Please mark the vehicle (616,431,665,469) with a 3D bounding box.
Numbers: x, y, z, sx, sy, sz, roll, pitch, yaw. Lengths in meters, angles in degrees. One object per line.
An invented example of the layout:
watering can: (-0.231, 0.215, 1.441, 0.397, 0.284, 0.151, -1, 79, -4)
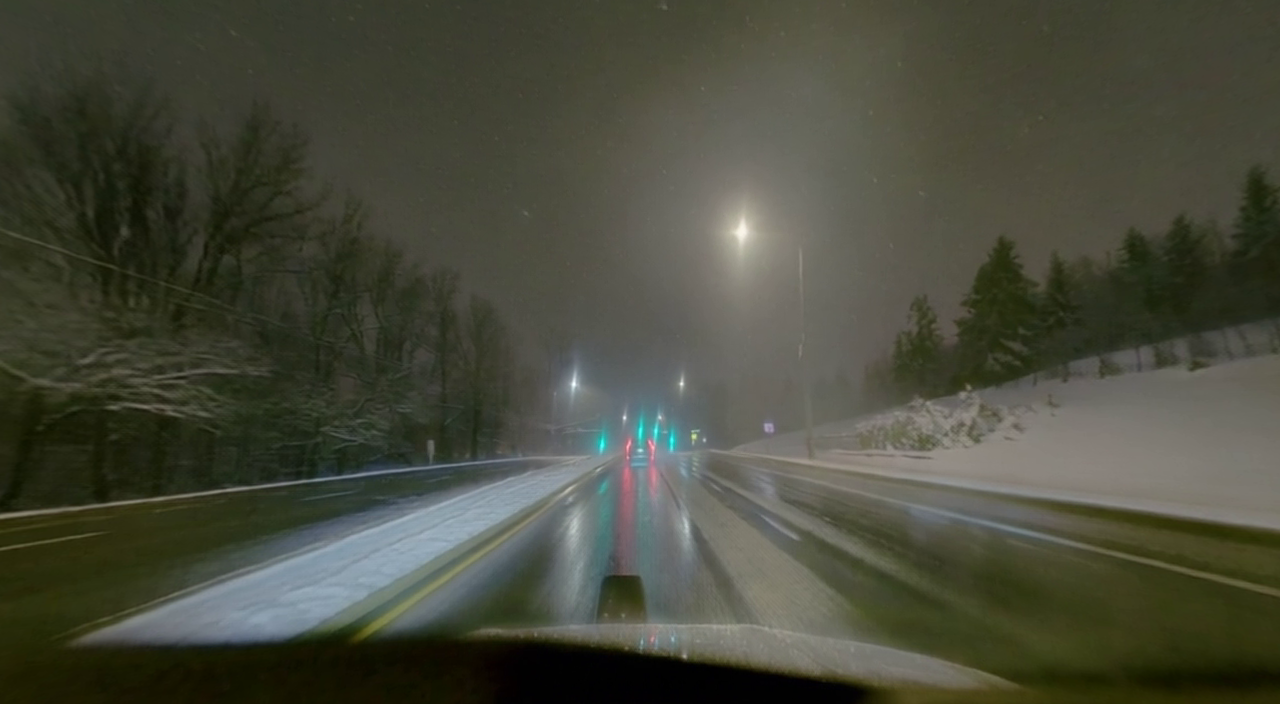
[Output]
vehicle: (0.041, 4.808, 30.911, 2.256, 1.734, 4.176, 0, -8, 0)
